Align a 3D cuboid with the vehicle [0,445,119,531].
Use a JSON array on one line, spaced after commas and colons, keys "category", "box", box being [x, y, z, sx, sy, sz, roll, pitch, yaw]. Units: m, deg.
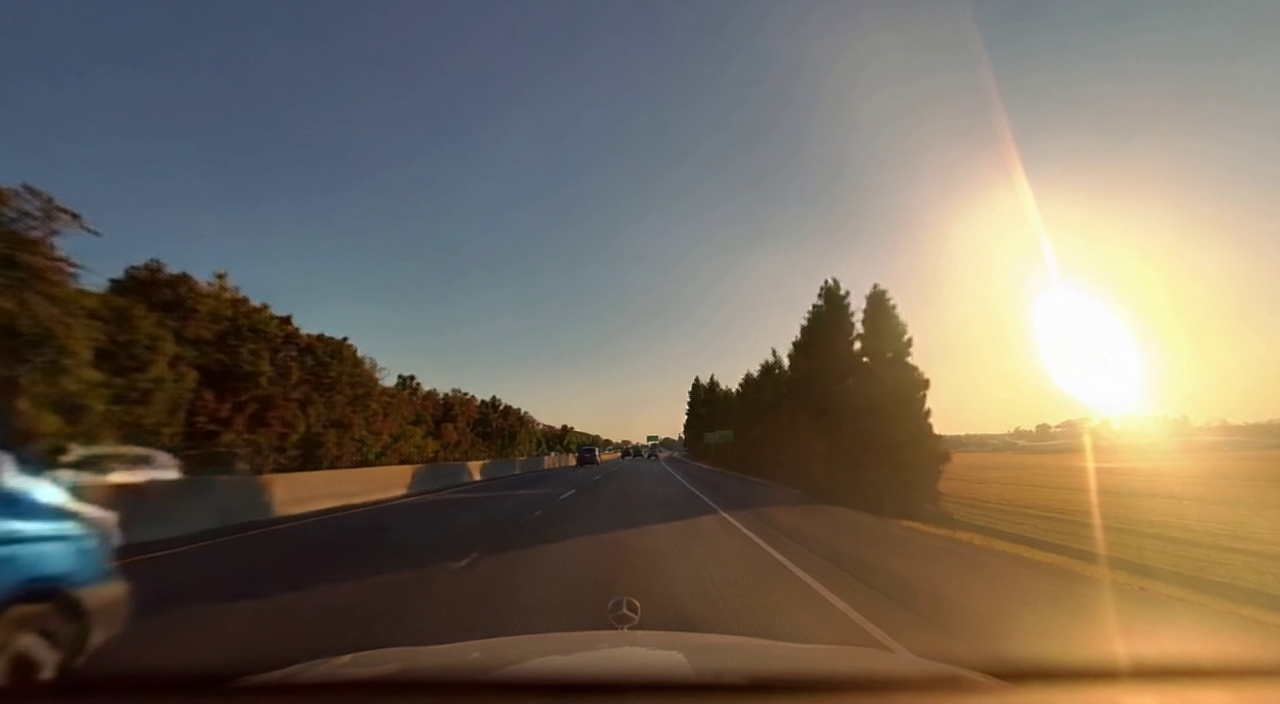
[{"category": "vehicle", "box": [-12.025, 2.376, 11.063, 1.908, 1.470, 4.498, 0, -8, 0]}]
